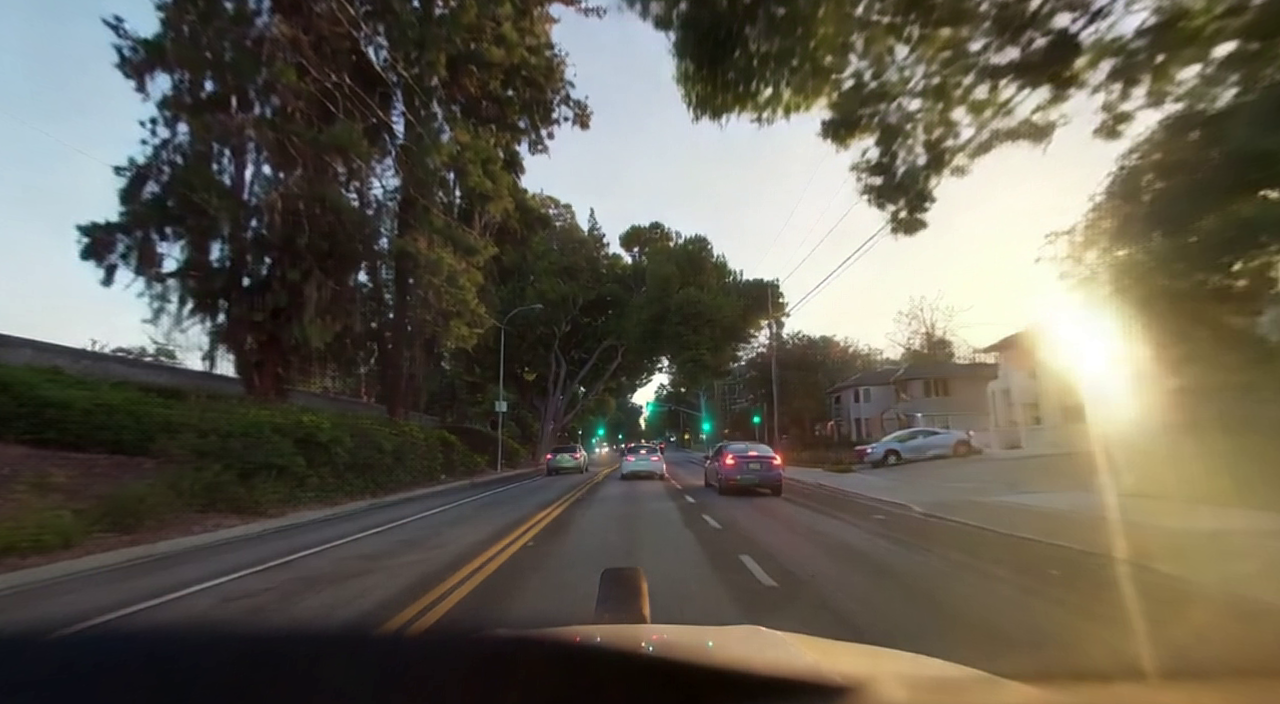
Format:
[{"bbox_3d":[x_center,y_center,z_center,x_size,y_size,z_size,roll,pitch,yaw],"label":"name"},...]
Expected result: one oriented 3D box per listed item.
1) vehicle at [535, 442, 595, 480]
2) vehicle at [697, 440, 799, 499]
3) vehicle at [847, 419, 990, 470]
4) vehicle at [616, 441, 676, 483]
[{"bbox_3d":[-3.147,4.685,27.330,2.012,1.505,4.205,0,-8,1],"label":"vehicle"},{"bbox_3d":[2.957,3.332,18.370,2.158,1.483,4.415,0,-8,0],"label":"vehicle"},{"bbox_3d":[13.848,4.622,31.642,5.929,1.970,2.381,-5,-8,-2],"label":"vehicle"},{"bbox_3d":[0.221,4.143,24.080,2.101,1.467,4.210,0,-8,0],"label":"vehicle"}]
